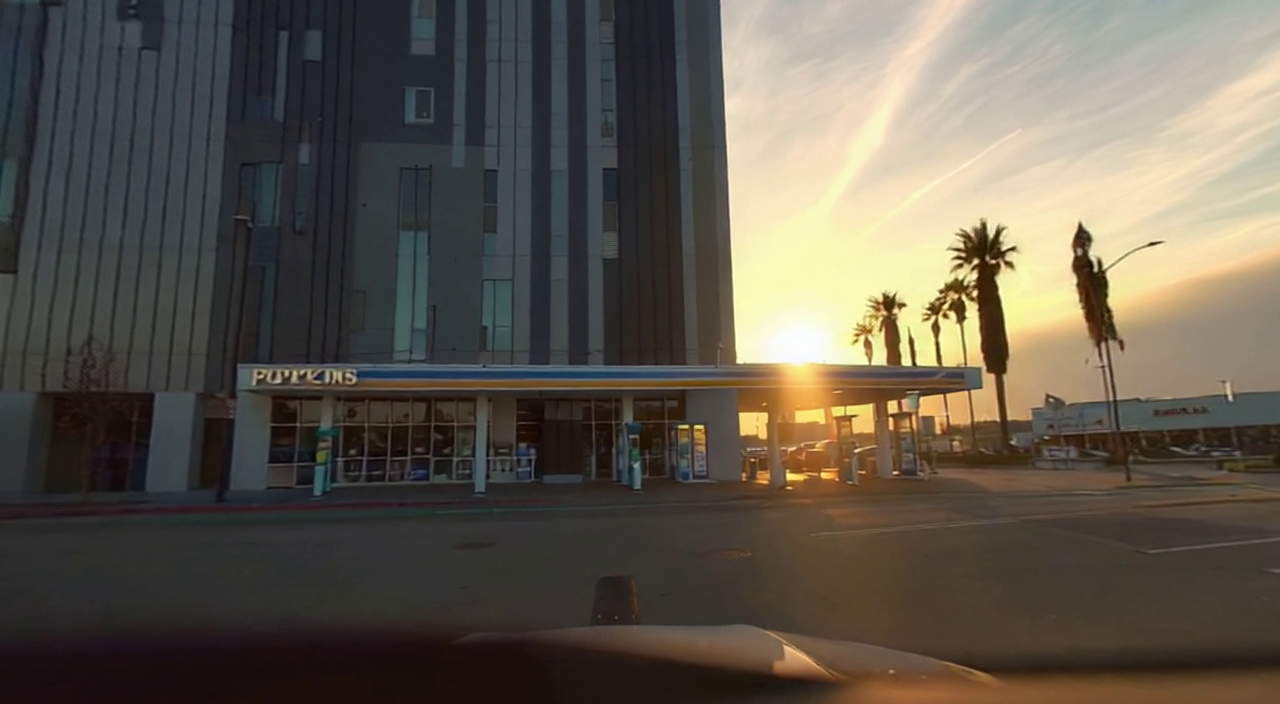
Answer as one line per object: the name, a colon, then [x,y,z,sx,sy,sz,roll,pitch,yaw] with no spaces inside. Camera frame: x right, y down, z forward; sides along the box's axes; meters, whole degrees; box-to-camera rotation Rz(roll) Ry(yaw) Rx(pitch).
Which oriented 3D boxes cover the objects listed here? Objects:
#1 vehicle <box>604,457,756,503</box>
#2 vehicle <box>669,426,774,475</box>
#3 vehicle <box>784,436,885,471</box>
vehicle: [1.333,4.238,21.206,4.782,1.371,1.763,4,-9,-22]
vehicle: [4.725,5.692,36.541,5.524,2.504,2.196,6,-8,-18]
vehicle: [14.289,7.477,46.479,7.026,2.329,2.545,4,-7,-21]
